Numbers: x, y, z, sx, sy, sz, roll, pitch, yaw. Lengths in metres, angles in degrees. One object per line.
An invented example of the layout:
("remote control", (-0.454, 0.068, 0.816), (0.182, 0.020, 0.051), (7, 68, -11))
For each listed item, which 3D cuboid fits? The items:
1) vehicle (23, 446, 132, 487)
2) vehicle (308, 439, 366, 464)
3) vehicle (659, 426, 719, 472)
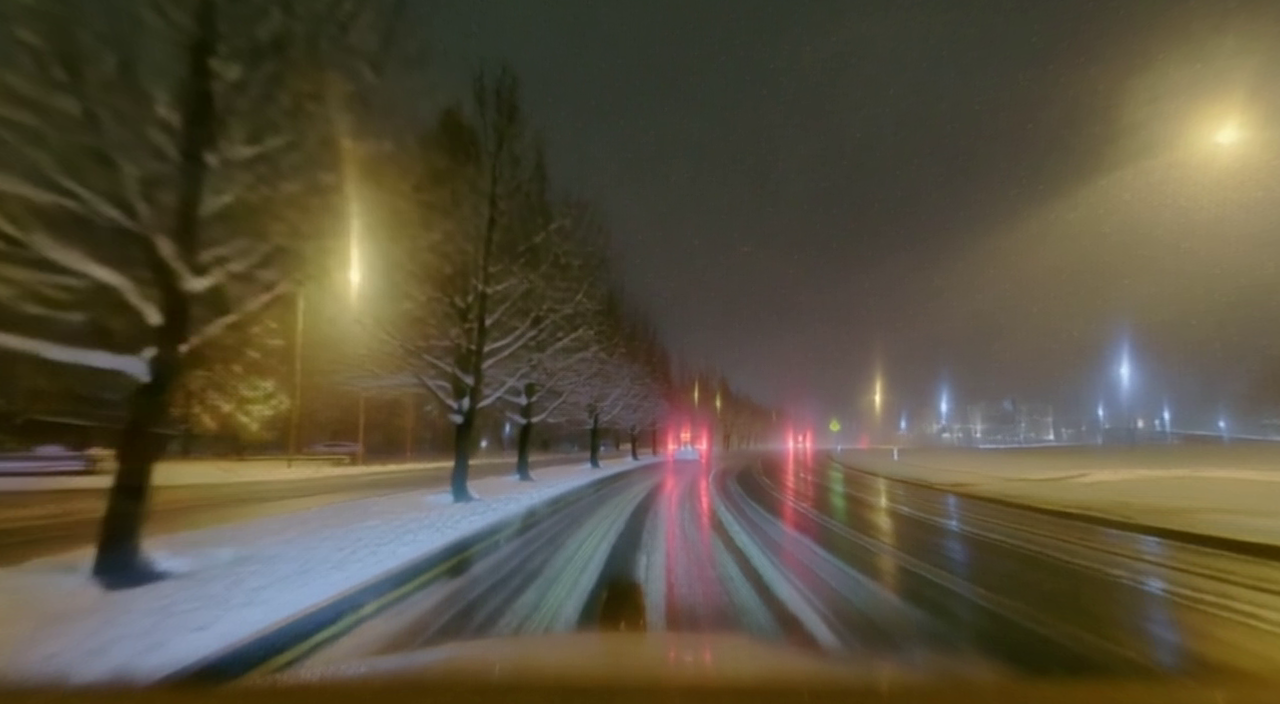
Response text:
("vehicle", (-24.073, 4.857, 27.102), (2.058, 1.580, 4.134), (3, -9, -21))
("vehicle", (-19.059, 6.289, 39.714), (1.829, 1.501, 4.149), (1, -9, -4))
("vehicle", (2.415, 4.507, 29.251), (2.371, 1.926, 5.615), (-1, -9, 8))
